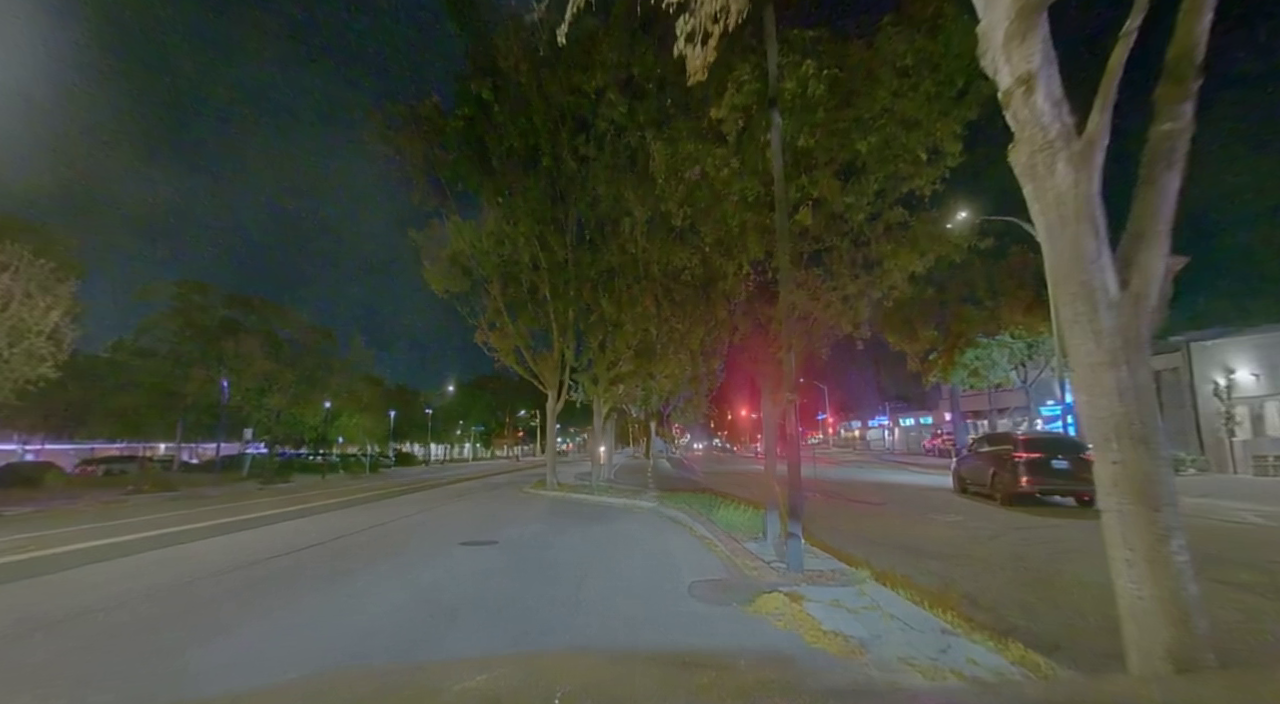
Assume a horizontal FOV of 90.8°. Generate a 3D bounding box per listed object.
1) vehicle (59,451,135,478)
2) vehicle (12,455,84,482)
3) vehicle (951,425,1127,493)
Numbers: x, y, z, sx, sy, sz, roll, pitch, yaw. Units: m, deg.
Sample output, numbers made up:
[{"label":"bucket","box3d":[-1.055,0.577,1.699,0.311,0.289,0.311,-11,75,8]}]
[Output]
[{"label":"vehicle","box3d":[-34.853,7.171,40.513,5.124,1.541,2.121,-5,-10,32]},{"label":"vehicle","box3d":[-35.949,7.014,38.334,4.157,1.458,2.130,-6,-10,33]},{"label":"vehicle","box3d":[10.960,2.985,17.894,2.100,1.638,4.545,0,-9,2]}]
